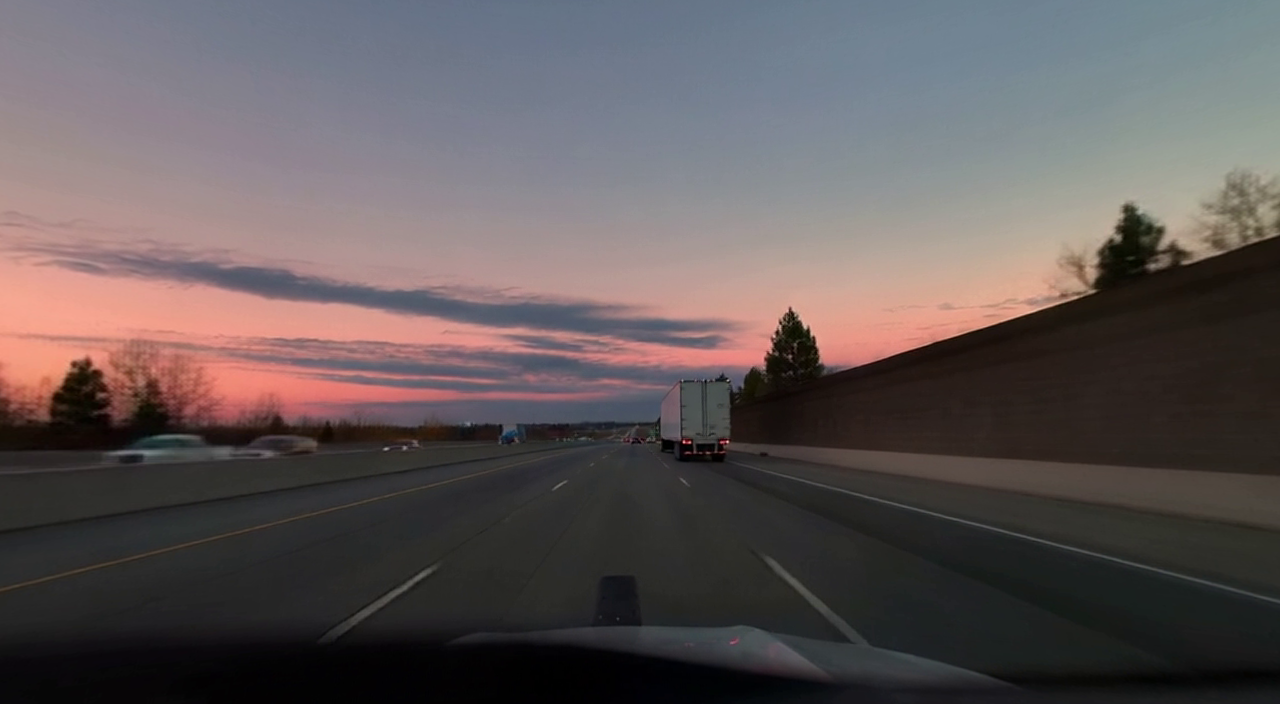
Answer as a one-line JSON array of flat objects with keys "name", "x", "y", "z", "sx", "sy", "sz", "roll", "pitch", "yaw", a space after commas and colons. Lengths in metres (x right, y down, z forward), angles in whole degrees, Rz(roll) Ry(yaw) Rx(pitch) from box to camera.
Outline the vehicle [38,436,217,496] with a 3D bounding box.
[{"name": "vehicle", "x": -15.676, "y": 3.454, "z": 19.637, "sx": 1.905, "sy": 1.641, "sz": 4.417, "roll": 0, "pitch": -8, "yaw": -1}]

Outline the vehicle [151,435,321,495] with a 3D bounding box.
[{"name": "vehicle", "x": -11.971, "y": 3.315, "z": 19.143, "sx": 1.993, "sy": 1.570, "sz": 4.855, "roll": 0, "pitch": -8, "yaw": -1}]

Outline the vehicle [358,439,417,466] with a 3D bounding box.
[{"name": "vehicle", "x": -15.789, "y": 6.268, "z": 39.547, "sx": 1.861, "sy": 1.556, "sz": 4.536, "roll": 0, "pitch": -8, "yaw": 0}]

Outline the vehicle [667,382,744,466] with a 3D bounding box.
[{"name": "vehicle", "x": 3.552, "y": 4.548, "z": 38.830, "sx": 2.979, "sy": 4.161, "sz": 15.508, "roll": 0, "pitch": -7, "yaw": -1}]
